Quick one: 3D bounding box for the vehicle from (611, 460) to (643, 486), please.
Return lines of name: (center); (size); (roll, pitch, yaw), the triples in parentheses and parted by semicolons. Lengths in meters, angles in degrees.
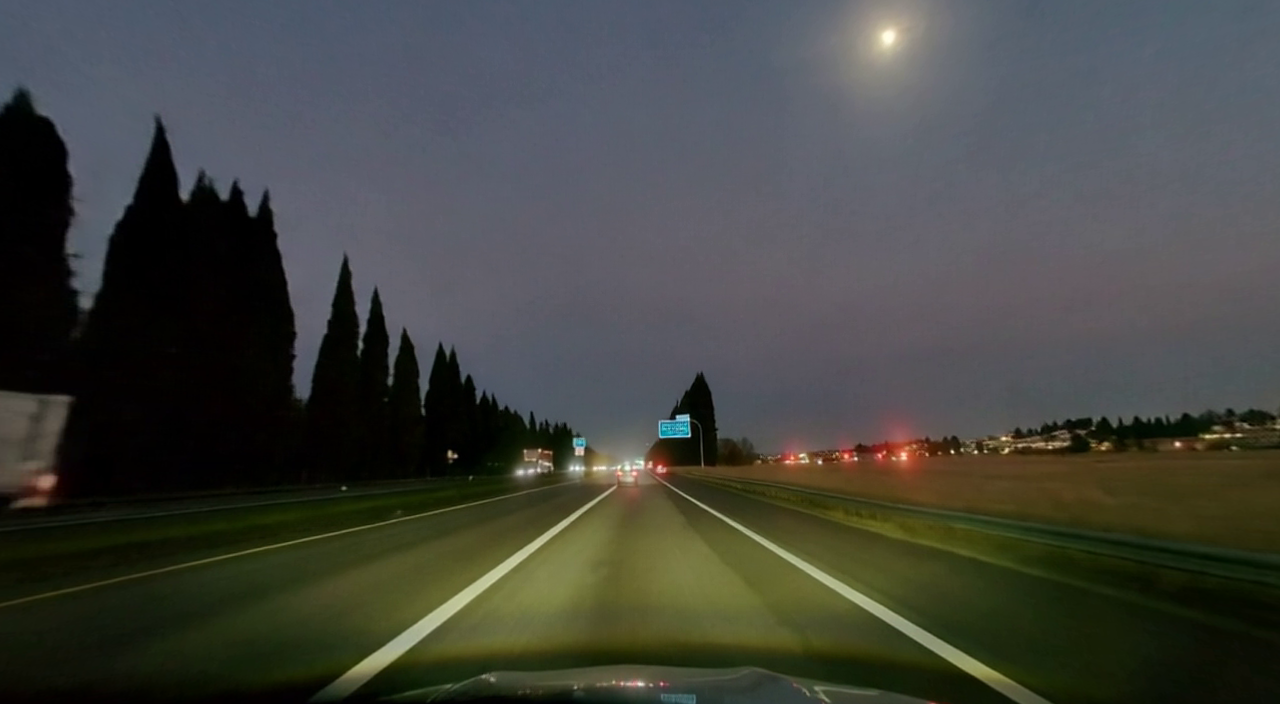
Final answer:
vehicle: (-0.861, 8.399, 43.794); (2.104, 1.655, 4.039); (1, -10, 0)
